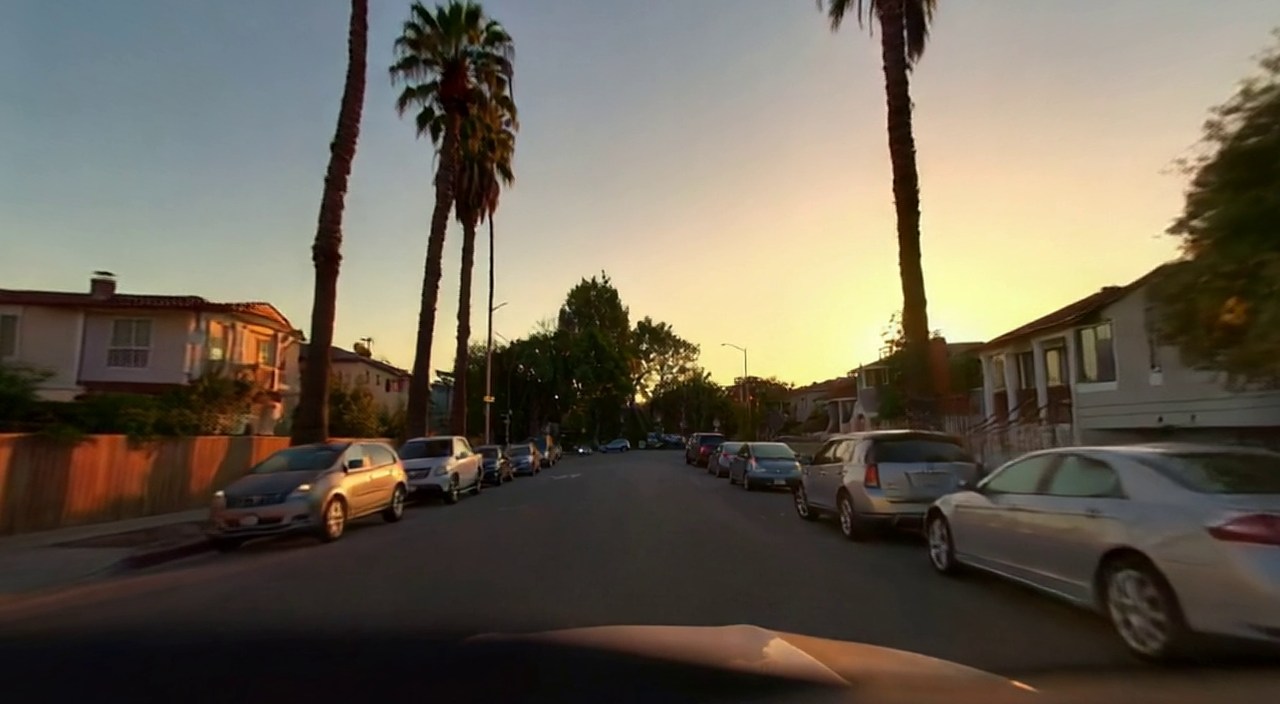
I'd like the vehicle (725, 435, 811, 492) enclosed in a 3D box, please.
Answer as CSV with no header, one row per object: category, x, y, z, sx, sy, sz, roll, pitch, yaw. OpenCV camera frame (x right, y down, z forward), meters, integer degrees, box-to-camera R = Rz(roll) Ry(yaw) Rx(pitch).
vehicle,4.094,3.635,20.969,1.998,1.649,4.175,0,-8,0

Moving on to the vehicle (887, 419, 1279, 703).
vehicle,4.035,1.393,5.211,1.870,1.506,4.897,0,-8,-2

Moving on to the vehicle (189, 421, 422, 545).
vehicle,-5.696,2.248,11.561,1.947,1.803,4.381,0,-8,-2

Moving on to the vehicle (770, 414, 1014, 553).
vehicle,3.830,2.083,10.760,2.116,1.817,4.652,0,-8,-1

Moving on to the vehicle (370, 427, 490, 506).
vehicle,-5.635,3.118,17.713,1.963,1.859,4.884,0,-8,-4
